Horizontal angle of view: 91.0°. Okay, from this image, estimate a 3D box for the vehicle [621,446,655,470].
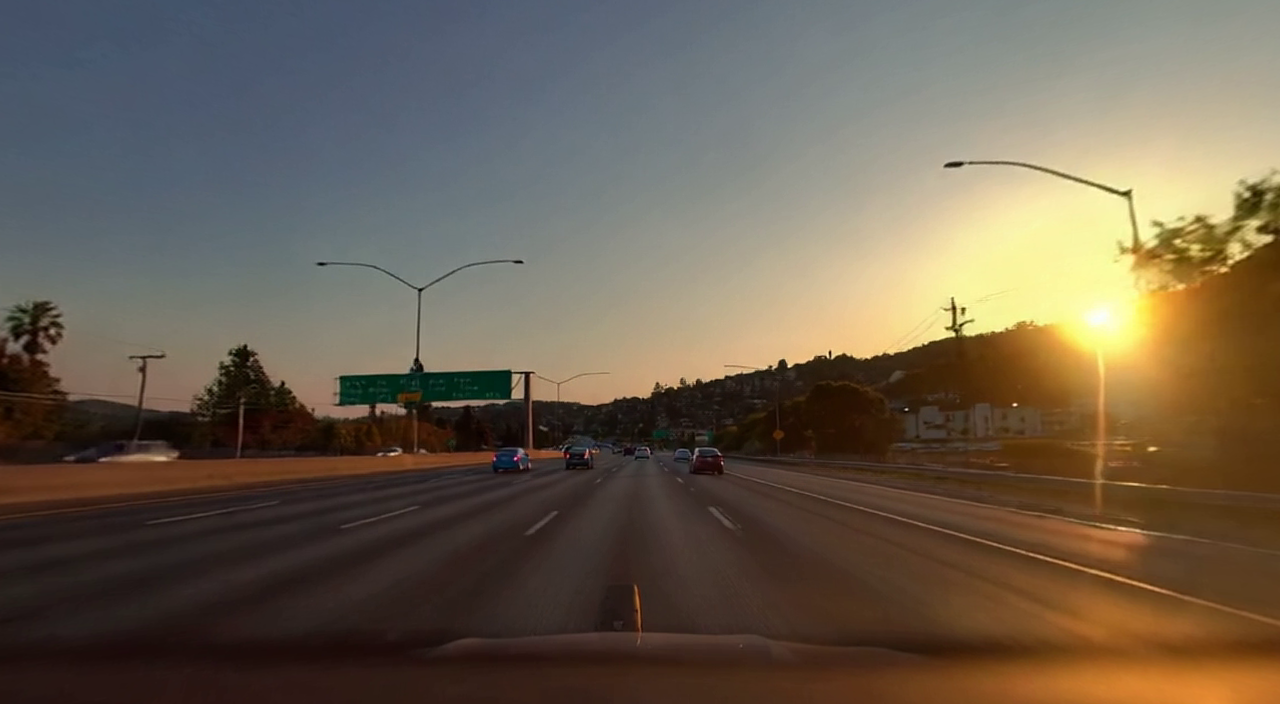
[{"bbox_3d":[-0.135,7.227,43.061,2.166,1.496,4.158,0,-9,0],"label":"vehicle"}]

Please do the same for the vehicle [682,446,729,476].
[{"bbox_3d":[3.558,5.987,34.869,2.077,1.527,4.553,1,-9,-1],"label":"vehicle"}]

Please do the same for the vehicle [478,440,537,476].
[{"bbox_3d":[-6.942,5.583,33.427,2.112,1.721,4.381,0,-9,1],"label":"vehicle"}]

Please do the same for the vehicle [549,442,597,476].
[{"bbox_3d":[-3.548,5.773,34.246,2.091,1.664,4.157,0,-9,1],"label":"vehicle"}]
